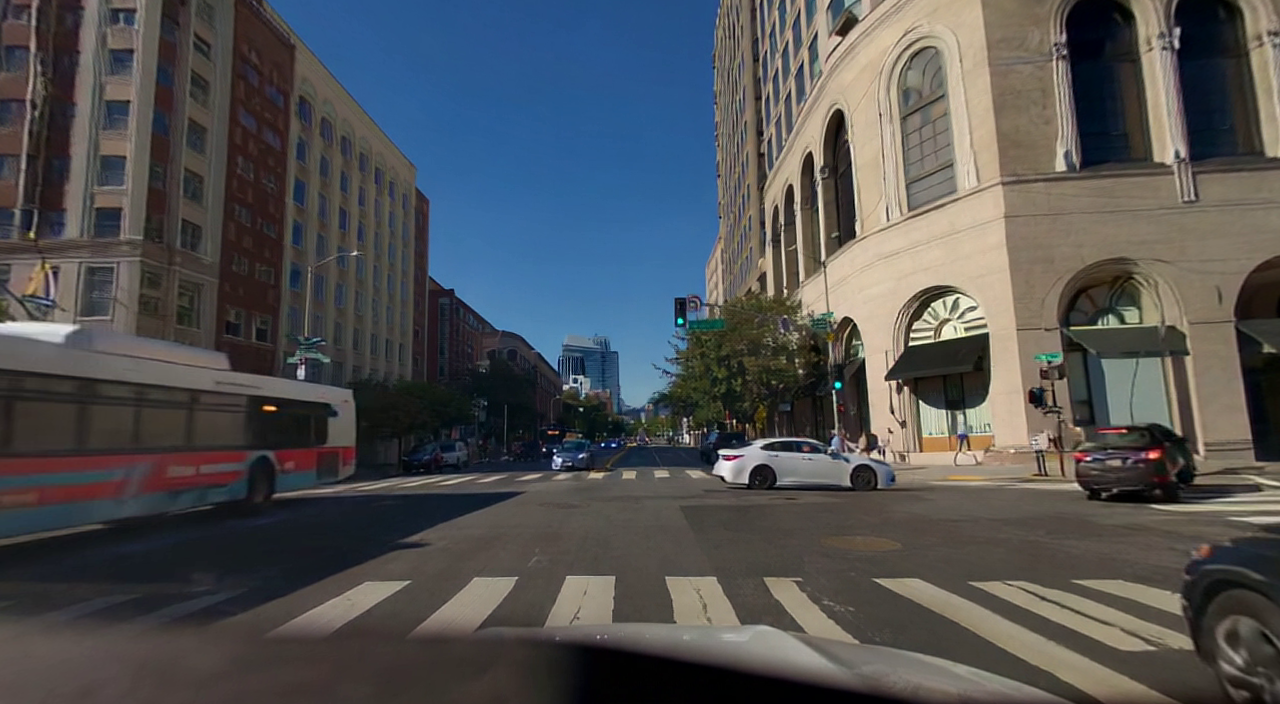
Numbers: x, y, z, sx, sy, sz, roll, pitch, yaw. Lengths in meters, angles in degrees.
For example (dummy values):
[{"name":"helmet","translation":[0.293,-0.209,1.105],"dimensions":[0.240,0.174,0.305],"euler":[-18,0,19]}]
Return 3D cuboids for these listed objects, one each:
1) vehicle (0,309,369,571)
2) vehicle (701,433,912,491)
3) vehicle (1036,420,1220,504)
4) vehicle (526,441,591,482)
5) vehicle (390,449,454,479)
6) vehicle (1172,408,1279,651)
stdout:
[{"name":"vehicle","translation":[-8.788,1.736,12.531],"dimensions":[2.763,3.411,8.508],"euler":[0,-8,1]},{"name":"vehicle","translation":[4.605,3.051,17.759],"dimensions":[5.388,1.465,2.050],"euler":[-3,-9,18]},{"name":"vehicle","translation":[10.489,2.283,13.464],"dimensions":[4.271,1.495,2.006],"euler":[6,-11,-38]},{"name":"vehicle","translation":[-3.068,4.235,24.740],"dimensions":[1.904,1.402,4.759],"euler":[0,-8,0]},{"name":"vehicle","translation":[-11.916,6.113,34.809],"dimensions":[1.998,1.505,4.405],"euler":[0,-8,-1]},{"name":"vehicle","translation":[4.927,0.854,2.211],"dimensions":[1.912,1.505,4.889],"euler":[0,-8,1]}]
